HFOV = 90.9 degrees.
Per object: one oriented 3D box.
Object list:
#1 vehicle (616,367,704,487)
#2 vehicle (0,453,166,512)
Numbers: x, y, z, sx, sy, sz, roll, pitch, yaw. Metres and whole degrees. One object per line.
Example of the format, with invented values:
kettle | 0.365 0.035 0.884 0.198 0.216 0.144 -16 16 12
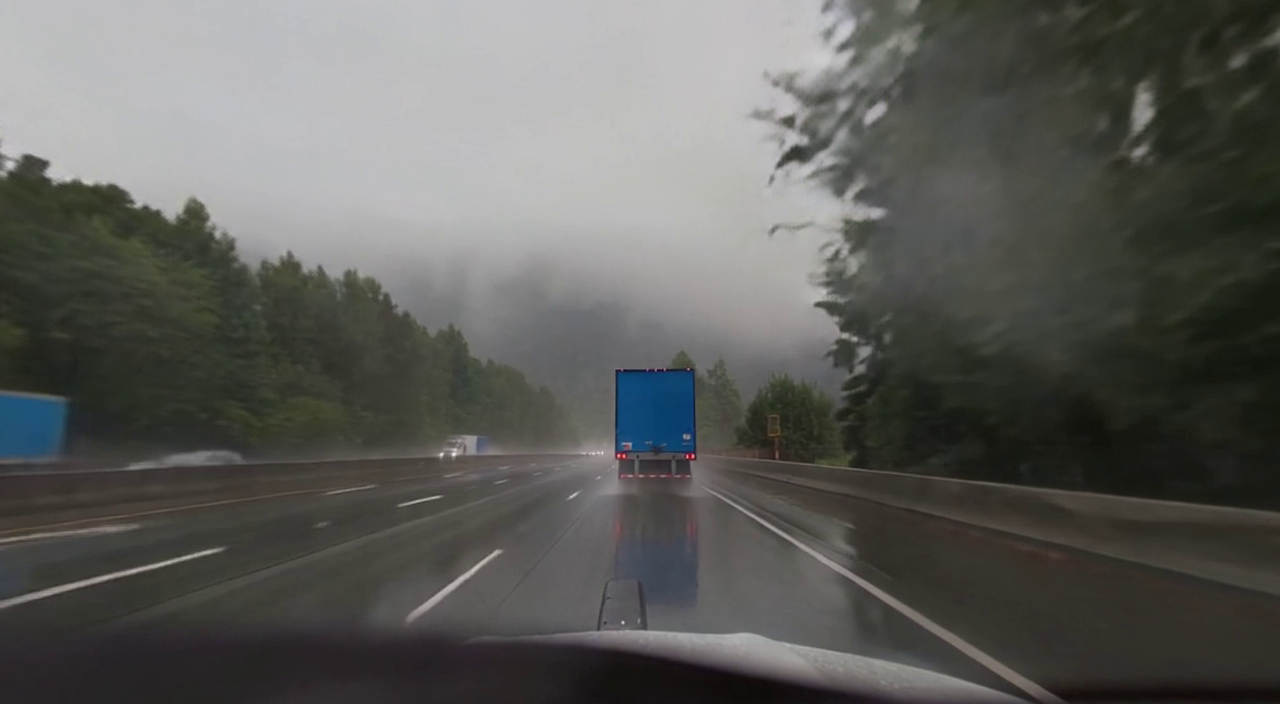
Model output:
vehicle | 0.604 3.227 25.942 2.898 3.973 10.063 0 -9 -1
vehicle | -15.884 3.595 17.836 1.833 1.421 4.005 0 -9 -1
